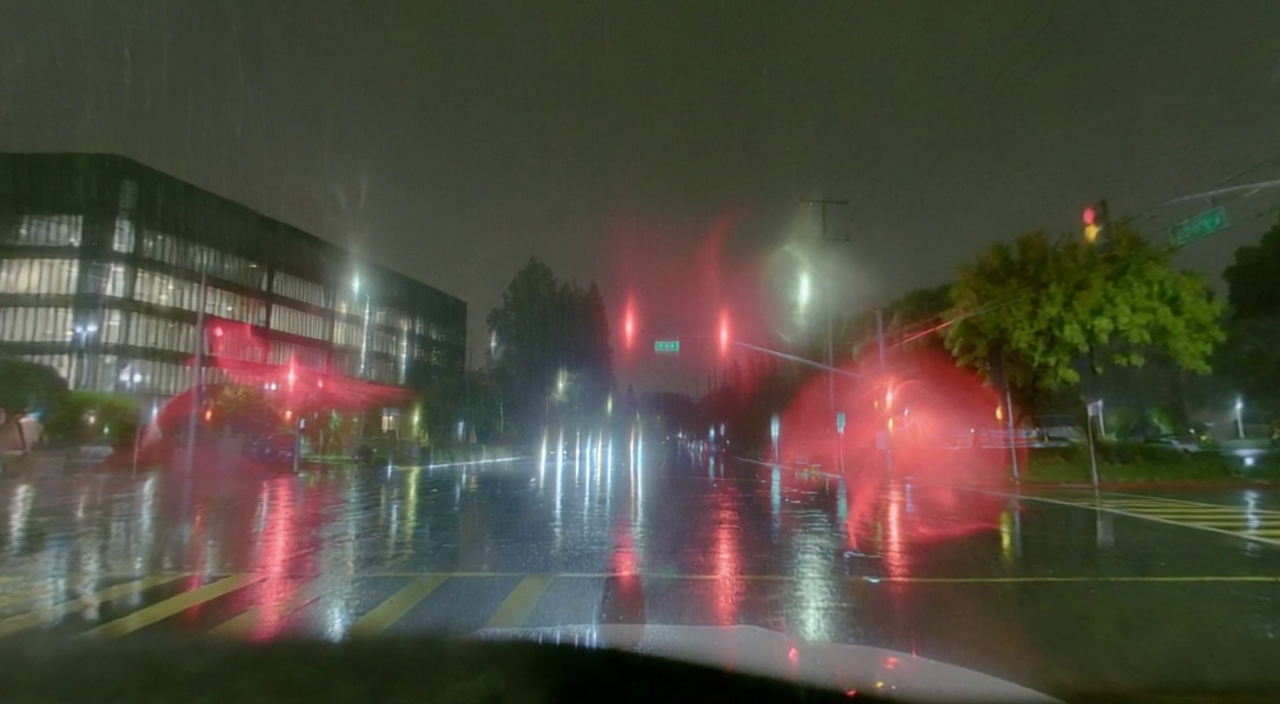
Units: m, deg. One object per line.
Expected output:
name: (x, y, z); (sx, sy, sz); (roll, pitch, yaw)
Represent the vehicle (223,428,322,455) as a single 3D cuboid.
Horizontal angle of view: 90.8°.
vehicle: (-22.402, 5.515, 38.708); (4.765, 1.593, 1.891); (1, -9, -8)
